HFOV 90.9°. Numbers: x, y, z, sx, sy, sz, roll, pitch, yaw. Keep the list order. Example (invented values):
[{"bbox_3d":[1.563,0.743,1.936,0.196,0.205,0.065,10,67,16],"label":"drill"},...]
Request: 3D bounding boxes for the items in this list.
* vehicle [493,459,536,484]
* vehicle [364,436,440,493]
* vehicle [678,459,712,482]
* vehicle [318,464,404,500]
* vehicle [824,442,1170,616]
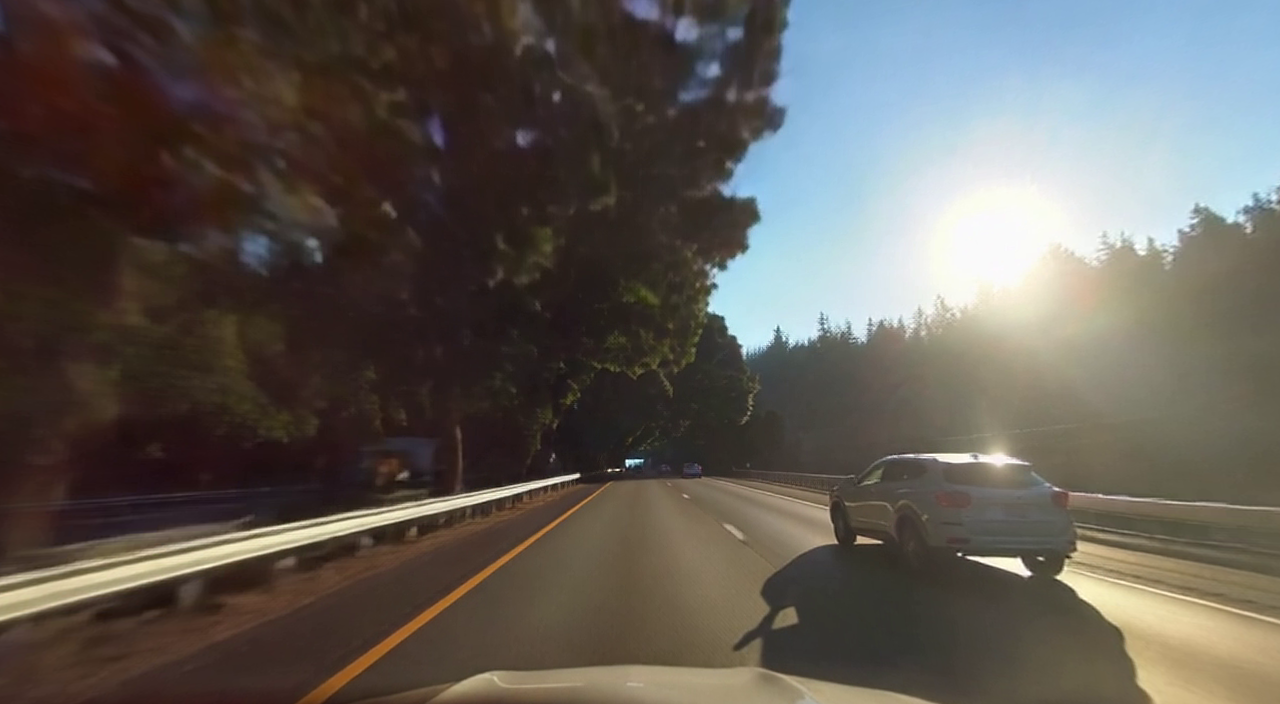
[{"bbox_3d":[-8.755,8.373,44.245,1.958,1.576,4.727,1,-10,1],"label":"vehicle"},{"bbox_3d":[-12.863,6.140,34.421,2.258,2.849,4.096,0,-10,3],"label":"vehicle"},{"bbox_3d":[3.997,8.737,46.544,2.156,1.569,3.821,1,-10,0],"label":"vehicle"},{"bbox_3d":[-12.833,5.986,29.307,1.884,1.483,4.483,1,-10,0],"label":"vehicle"},{"bbox_3d":[3.743,1.926,7.606,1.825,1.494,3.959,1,-10,0],"label":"vehicle"}]
